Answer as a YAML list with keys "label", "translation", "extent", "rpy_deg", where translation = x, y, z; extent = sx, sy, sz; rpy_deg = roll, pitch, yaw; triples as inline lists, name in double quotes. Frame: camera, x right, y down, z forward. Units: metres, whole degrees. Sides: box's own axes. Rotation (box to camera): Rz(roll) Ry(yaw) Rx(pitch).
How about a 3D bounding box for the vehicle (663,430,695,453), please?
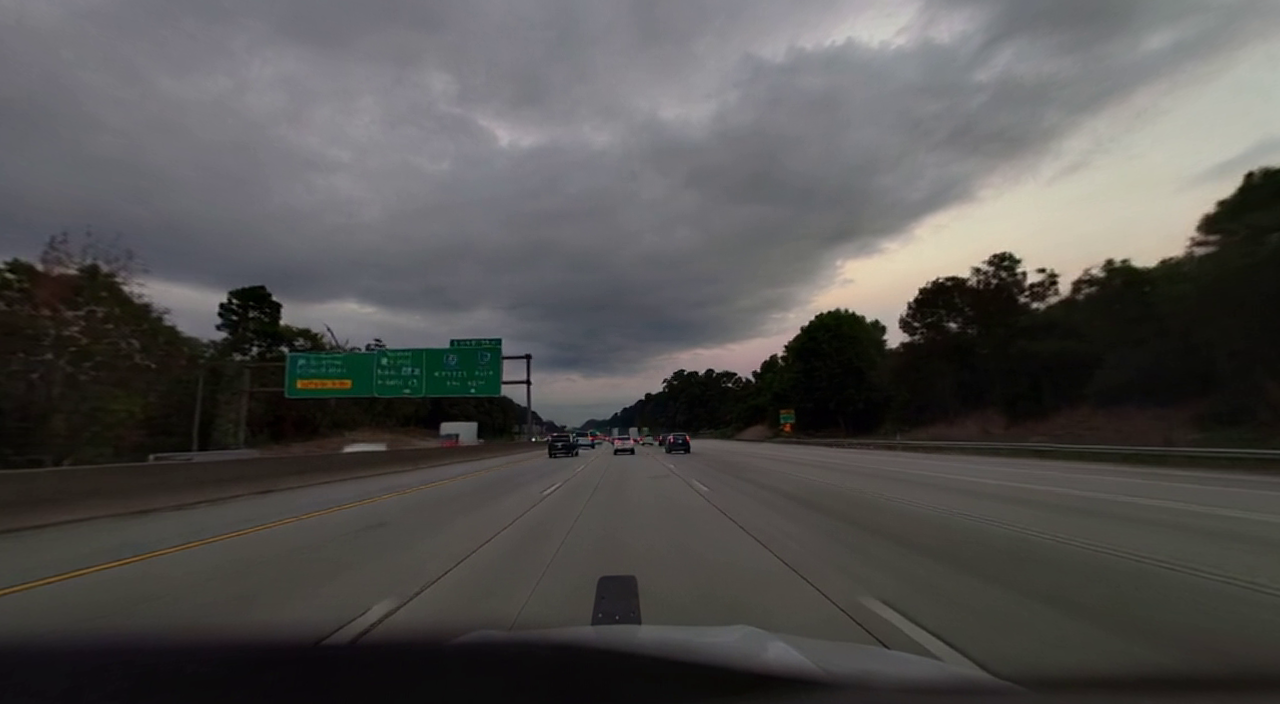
- label: "vehicle"
  translation: [3.012, 6.976, 49.239]
  extent: [2.066, 1.673, 4.225]
  rpy_deg: [0, -8, -2]

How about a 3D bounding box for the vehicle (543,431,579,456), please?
- label: "vehicle"
  translation: [-5.443, 6.345, 43.765]
  extent: [2.119, 1.629, 3.946]
  rpy_deg: [0, -8, -1]
